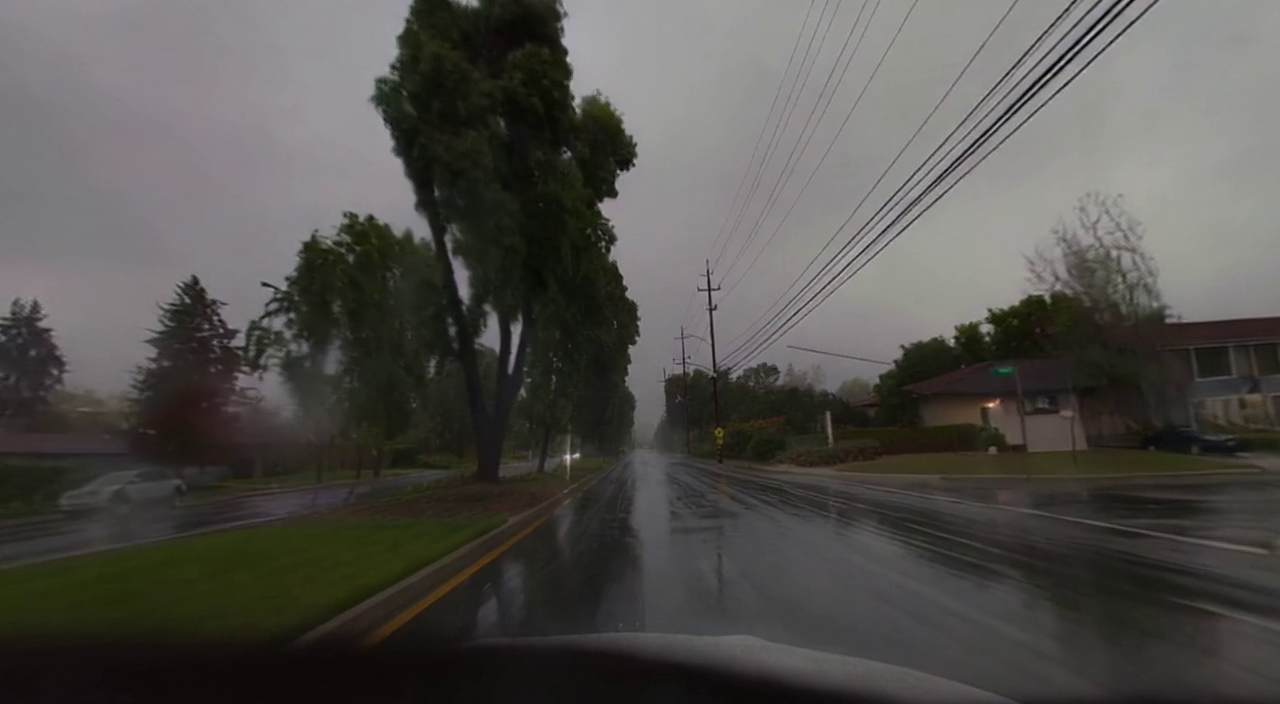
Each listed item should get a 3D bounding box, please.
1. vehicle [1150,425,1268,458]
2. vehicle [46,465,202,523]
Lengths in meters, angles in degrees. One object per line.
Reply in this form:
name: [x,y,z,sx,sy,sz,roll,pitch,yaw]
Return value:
vehicle: [30.305,4.780,33.747,4.300,1.684,1.904,-1,-8,3]
vehicle: [-18.958,5.194,23.555,1.955,1.584,4.664,-6,-9,0]
